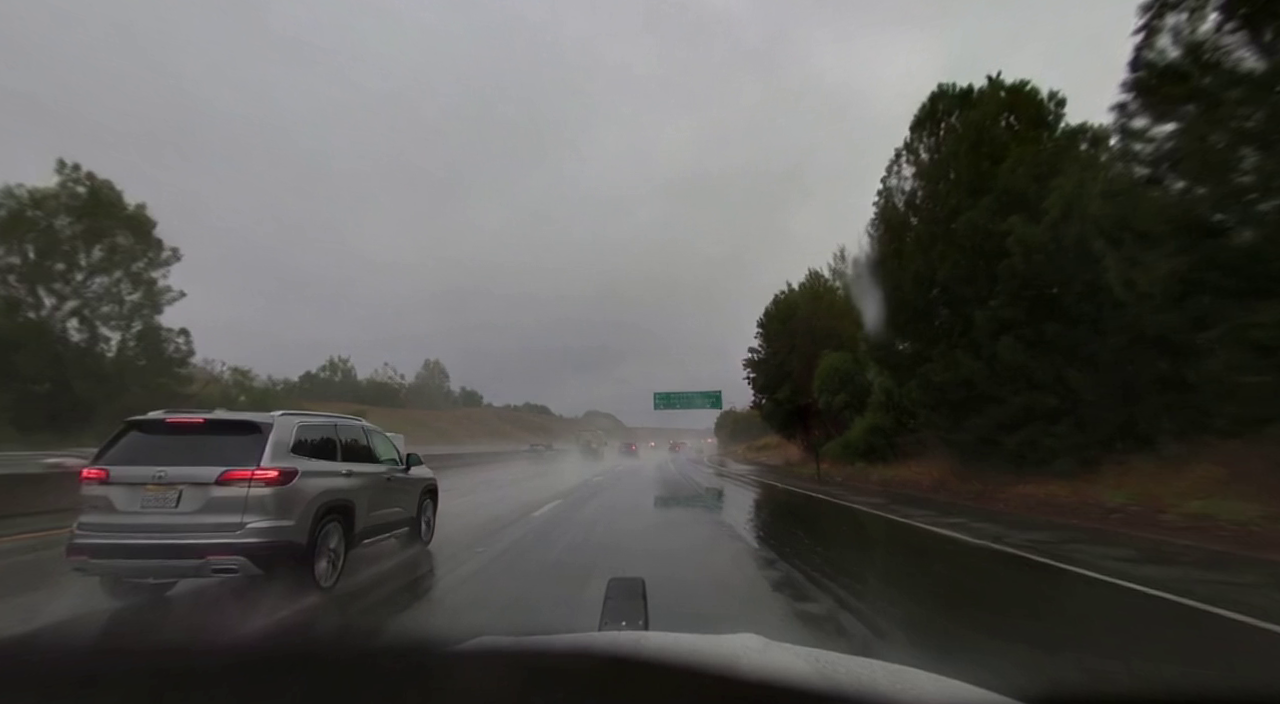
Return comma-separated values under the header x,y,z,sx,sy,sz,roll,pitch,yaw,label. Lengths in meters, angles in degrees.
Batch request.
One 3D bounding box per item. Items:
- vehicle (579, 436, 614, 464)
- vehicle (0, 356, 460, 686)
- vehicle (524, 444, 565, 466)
x,y,z,sx,sy,sz,roll,pitch,yaw,label
-3.290,7.682,49.255,2.181,2.047,5.088,0,-9,2,vehicle
-3.609,1.310,6.036,2.218,1.848,4.789,0,-9,2,vehicle
-6.889,7.496,46.145,2.145,1.512,4.404,0,-9,2,vehicle
